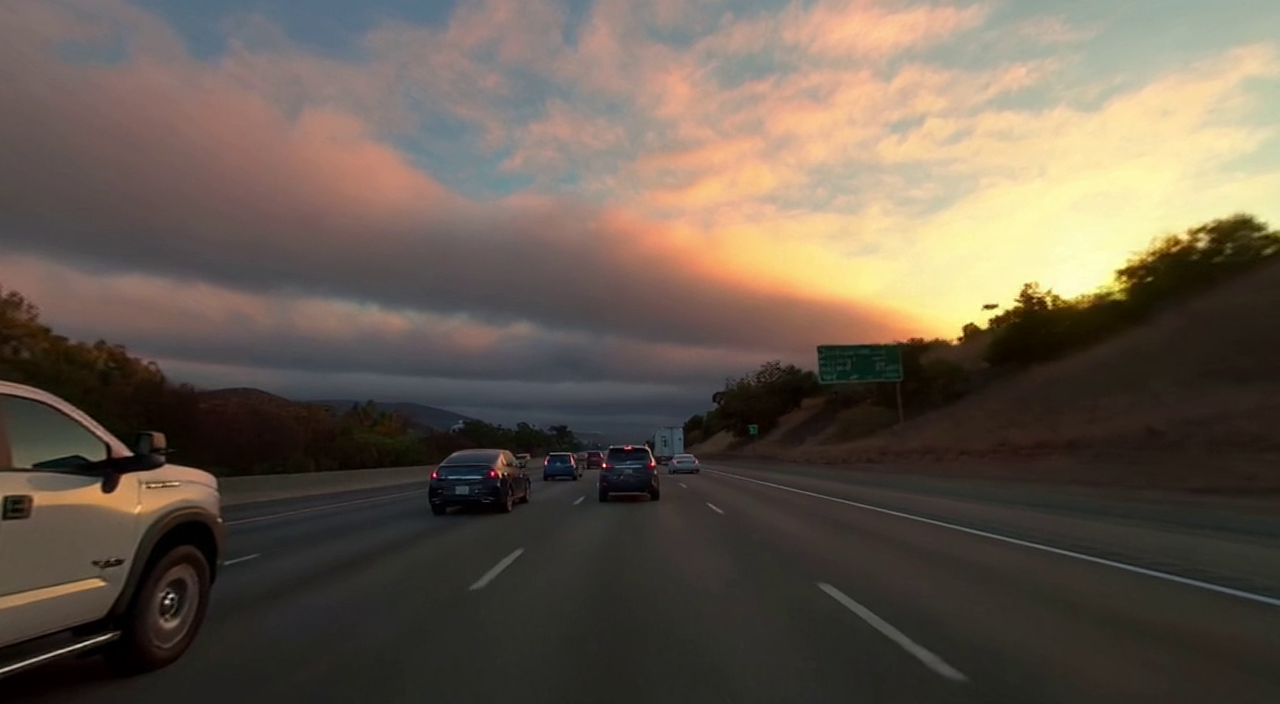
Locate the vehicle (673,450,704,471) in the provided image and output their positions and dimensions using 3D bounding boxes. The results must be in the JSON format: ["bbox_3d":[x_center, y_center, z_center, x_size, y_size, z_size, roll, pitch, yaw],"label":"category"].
[{"bbox_3d":[3.578,8.077,47.153,1.858,1.537,3.838,0,-9,-2],"label":"vehicle"}]

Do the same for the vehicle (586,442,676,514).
[{"bbox_3d":[-0.201,3.065,15.736,1.996,1.574,3.426,0,-9,0],"label":"vehicle"}]

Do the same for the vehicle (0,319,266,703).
[{"bbox_3d":[-3.949,0.712,2.149,2.243,1.889,4.949,0,-9,1],"label":"vehicle"}]

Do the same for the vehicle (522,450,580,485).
[{"bbox_3d":[-4.012,5.279,29.140,1.999,1.484,4.269,0,-9,1],"label":"vehicle"}]

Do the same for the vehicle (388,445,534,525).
[{"bbox_3d":[-3.774,2.884,14.276,1.988,1.501,4.438,0,-9,0],"label":"vehicle"}]
